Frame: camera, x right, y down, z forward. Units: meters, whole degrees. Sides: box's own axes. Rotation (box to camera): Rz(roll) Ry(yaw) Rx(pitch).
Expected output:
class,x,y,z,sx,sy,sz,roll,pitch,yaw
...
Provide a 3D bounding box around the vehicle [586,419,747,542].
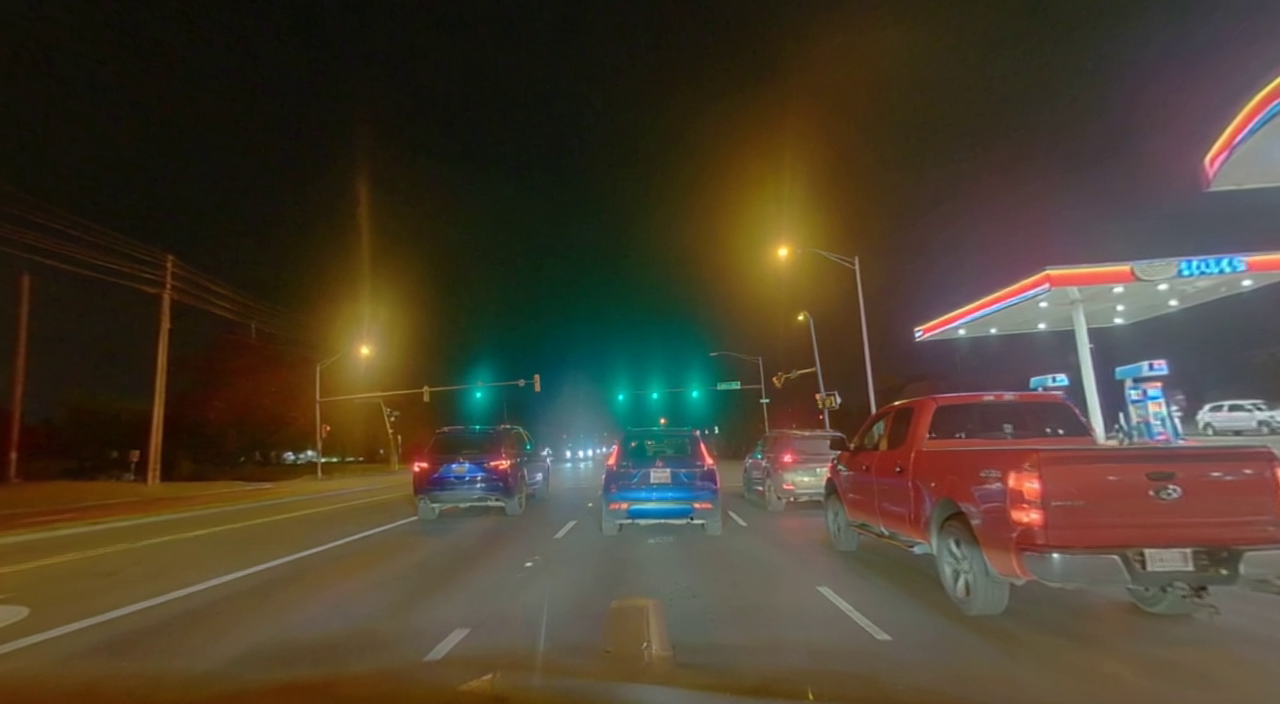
class,x,y,z,sx,sy,sz,roll,pitch,yaw
vehicle,0.355,2.050,10.645,2.181,1.650,4.083,0,-8,0

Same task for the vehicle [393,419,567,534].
class,x,y,z,sx,sy,sz,roll,pitch,yaw
vehicle,-2.700,2.220,11.848,2.019,1.731,4.299,0,-8,2

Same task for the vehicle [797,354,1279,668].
class,x,y,z,sx,sy,sz,roll,pitch,yaw
vehicle,3.416,1.326,6.491,2.161,1.868,5.321,0,-8,-1
